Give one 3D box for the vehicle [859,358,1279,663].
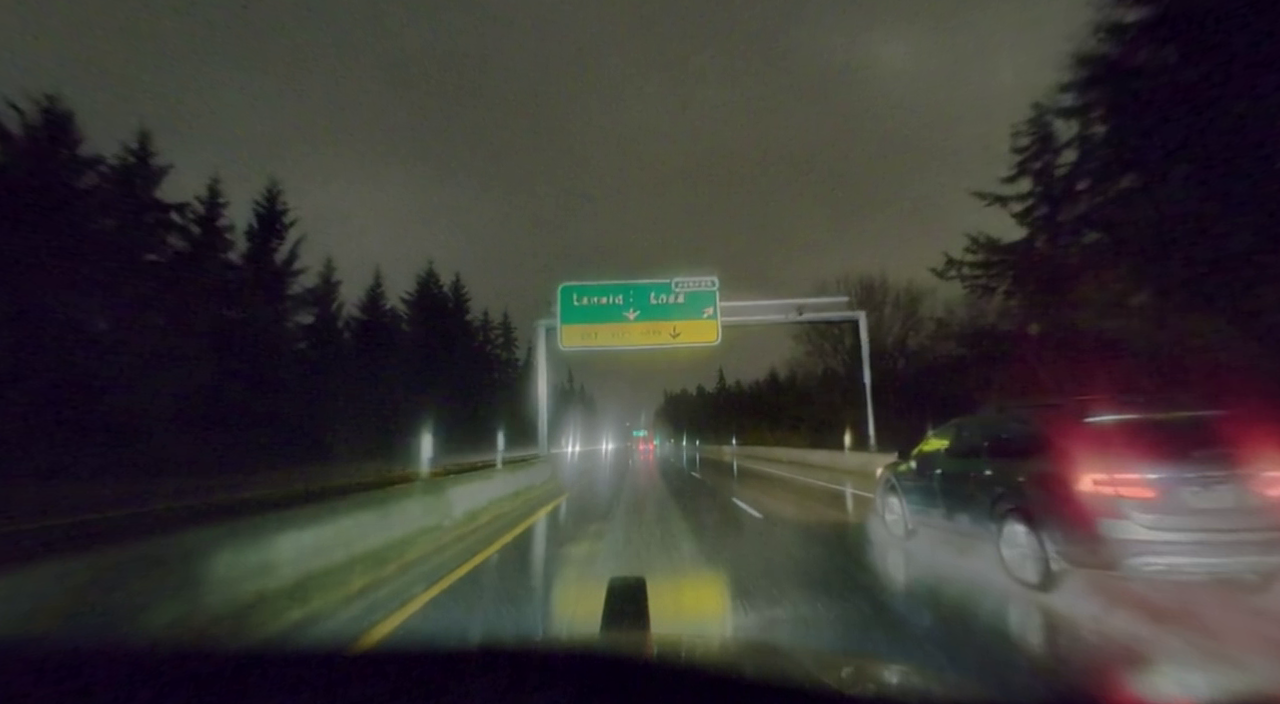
[{"bbox_3d":[4.209,1.274,6.181,2.360,1.798,4.781,0,-8,0],"label":"vehicle"}]
